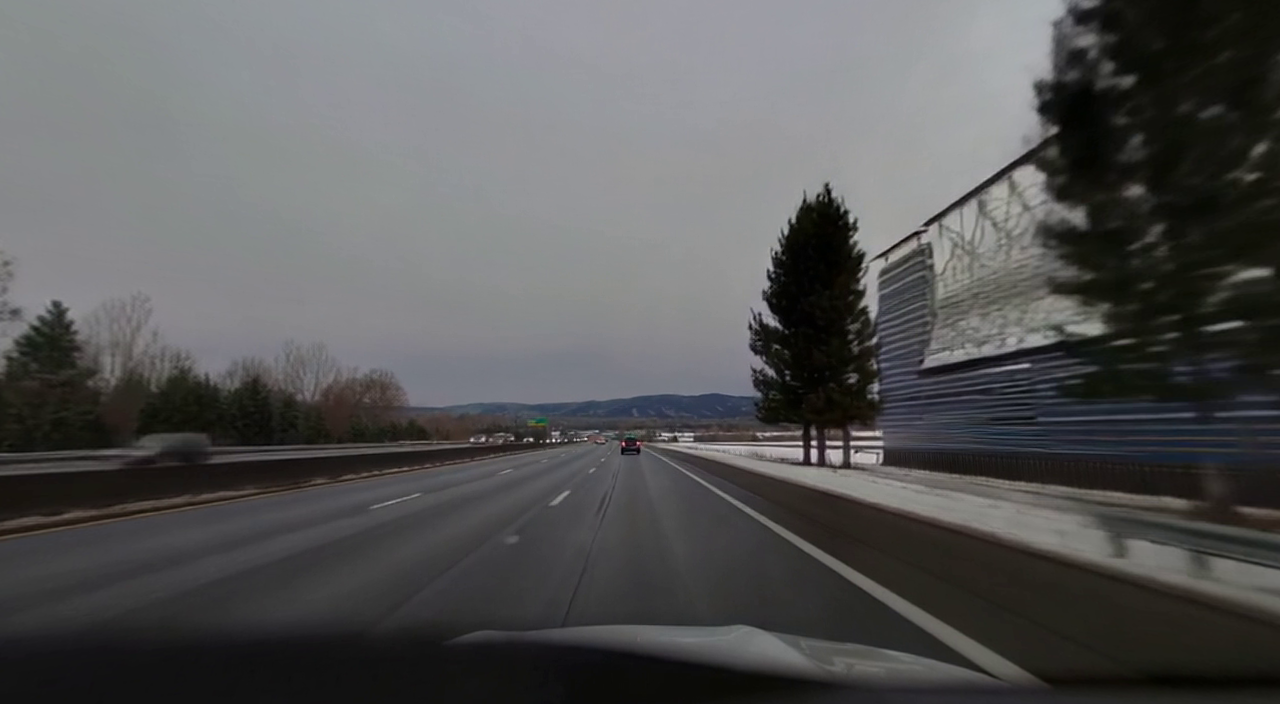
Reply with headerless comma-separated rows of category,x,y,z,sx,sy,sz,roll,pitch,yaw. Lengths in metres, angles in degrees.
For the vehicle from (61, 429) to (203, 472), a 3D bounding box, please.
vehicle,-19.656,3.808,24.626,1.915,1.527,4.409,0,-8,-1
